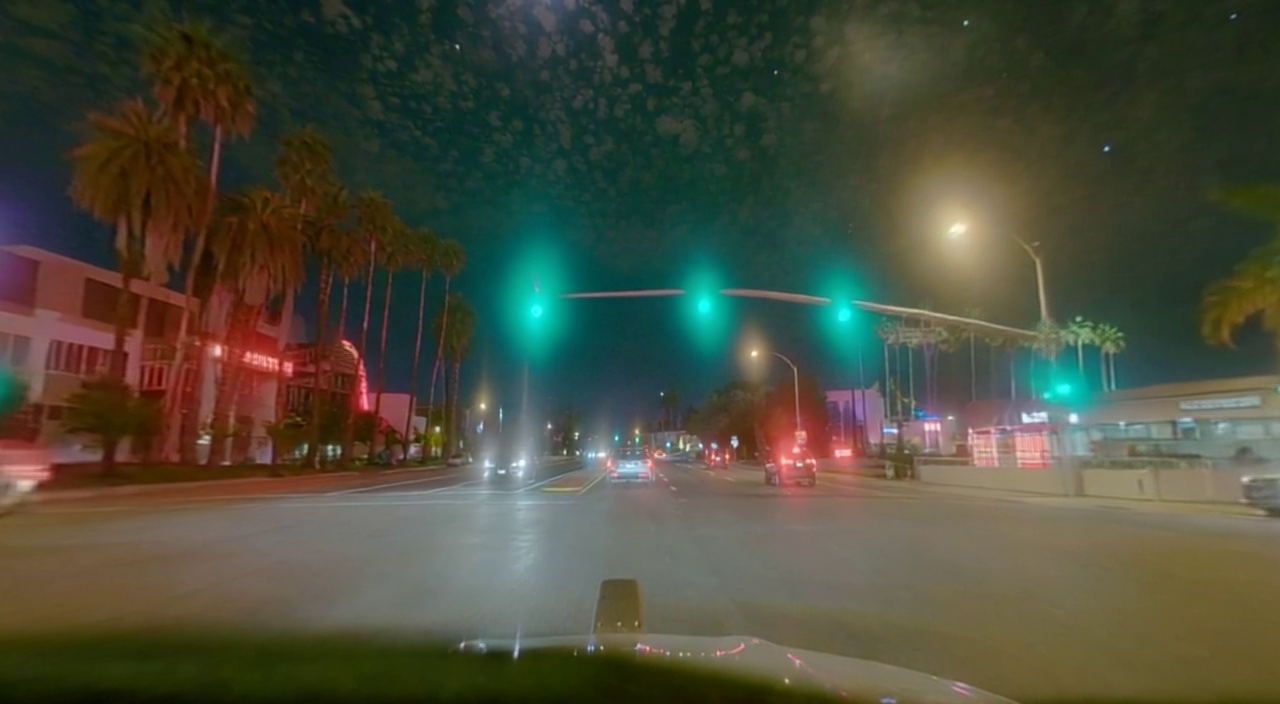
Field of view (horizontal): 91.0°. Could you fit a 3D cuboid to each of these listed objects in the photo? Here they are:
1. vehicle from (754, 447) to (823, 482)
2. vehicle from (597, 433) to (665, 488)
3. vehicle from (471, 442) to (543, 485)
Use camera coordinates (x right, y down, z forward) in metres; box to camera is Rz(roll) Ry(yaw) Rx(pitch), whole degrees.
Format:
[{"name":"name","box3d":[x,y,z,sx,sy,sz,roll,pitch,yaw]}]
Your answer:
[{"name":"vehicle","box3d":[6.759,5.169,29.216,1.975,1.483,4.769,0,-9,-1]},{"name":"vehicle","box3d":[-0.300,3.952,23.206,2.277,1.816,4.192,0,-9,0]},{"name":"vehicle","box3d":[-5.286,4.457,25.540,2.028,1.489,4.386,-3,-8,-1]}]
